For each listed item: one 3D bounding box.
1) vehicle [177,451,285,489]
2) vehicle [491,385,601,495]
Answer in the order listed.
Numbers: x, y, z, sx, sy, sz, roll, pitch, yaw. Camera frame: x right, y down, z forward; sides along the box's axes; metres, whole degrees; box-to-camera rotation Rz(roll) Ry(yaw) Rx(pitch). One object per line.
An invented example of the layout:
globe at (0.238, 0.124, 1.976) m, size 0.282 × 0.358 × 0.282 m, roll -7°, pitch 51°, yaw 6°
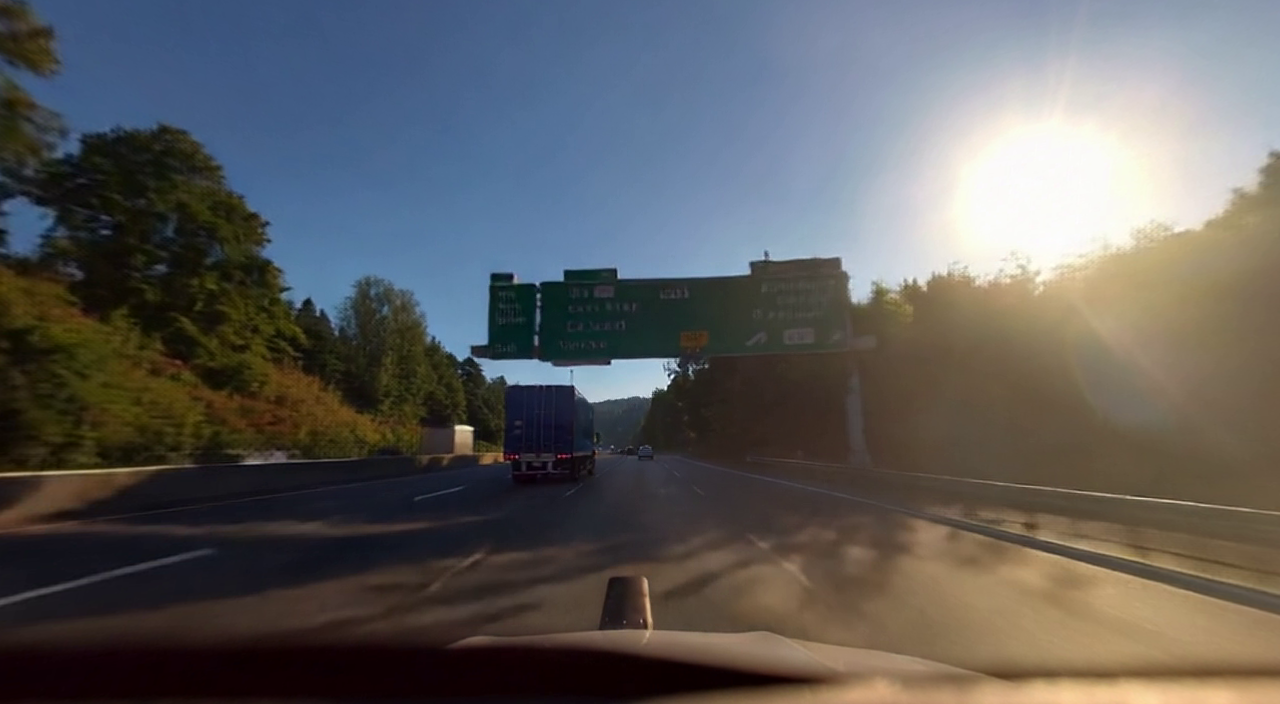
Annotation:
vehicle at (-16.940, 4.880, 26.378) m, size 1.819 × 1.454 × 3.978 m, roll 0°, pitch -9°, yaw 0°
vehicle at (-2.917, 3.059, 21.721) m, size 2.695 × 3.151 × 6.885 m, roll 0°, pitch -9°, yaw 0°
